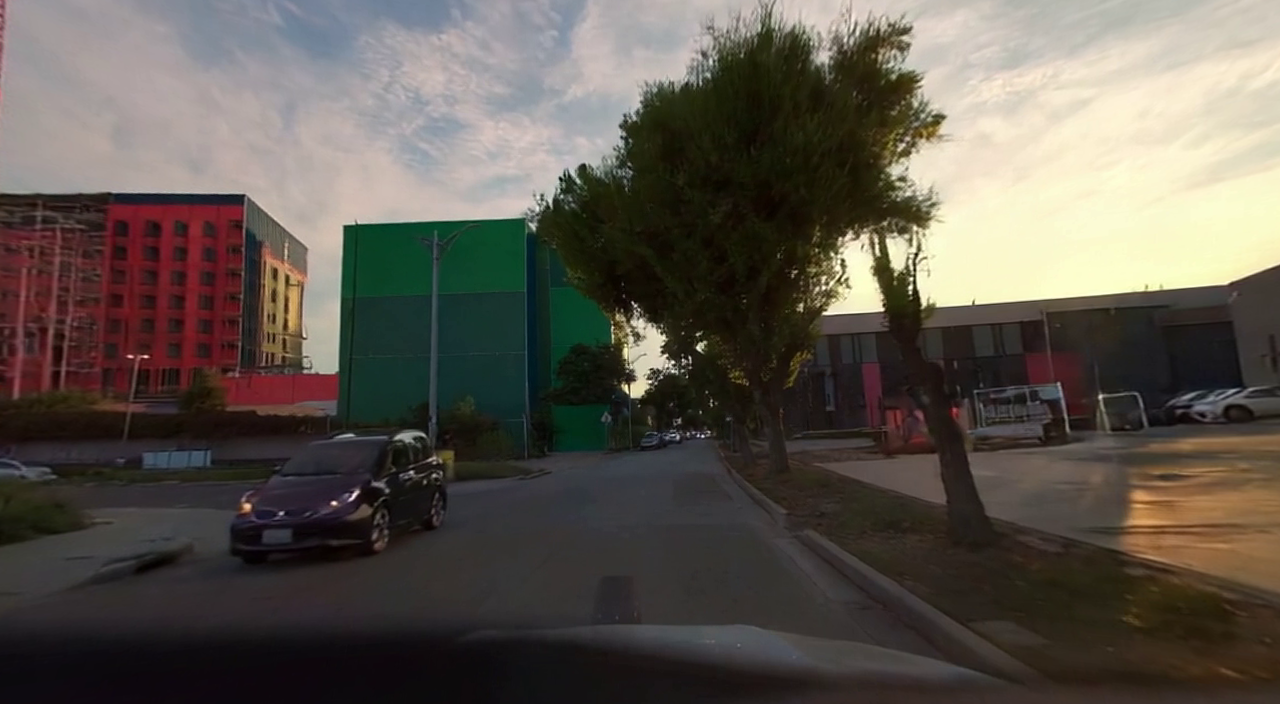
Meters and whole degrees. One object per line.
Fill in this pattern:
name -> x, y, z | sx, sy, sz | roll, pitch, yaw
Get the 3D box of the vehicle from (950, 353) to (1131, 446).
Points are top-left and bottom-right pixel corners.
vehicle -> 18.884, 2.596, 30.865 | 3.031, 3.863, 9.734 | -1, -8, 4

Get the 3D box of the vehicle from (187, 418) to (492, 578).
vehicle -> -3.677, 1.819, 8.780 | 1.967, 1.646, 4.192 | -1, -8, 4
